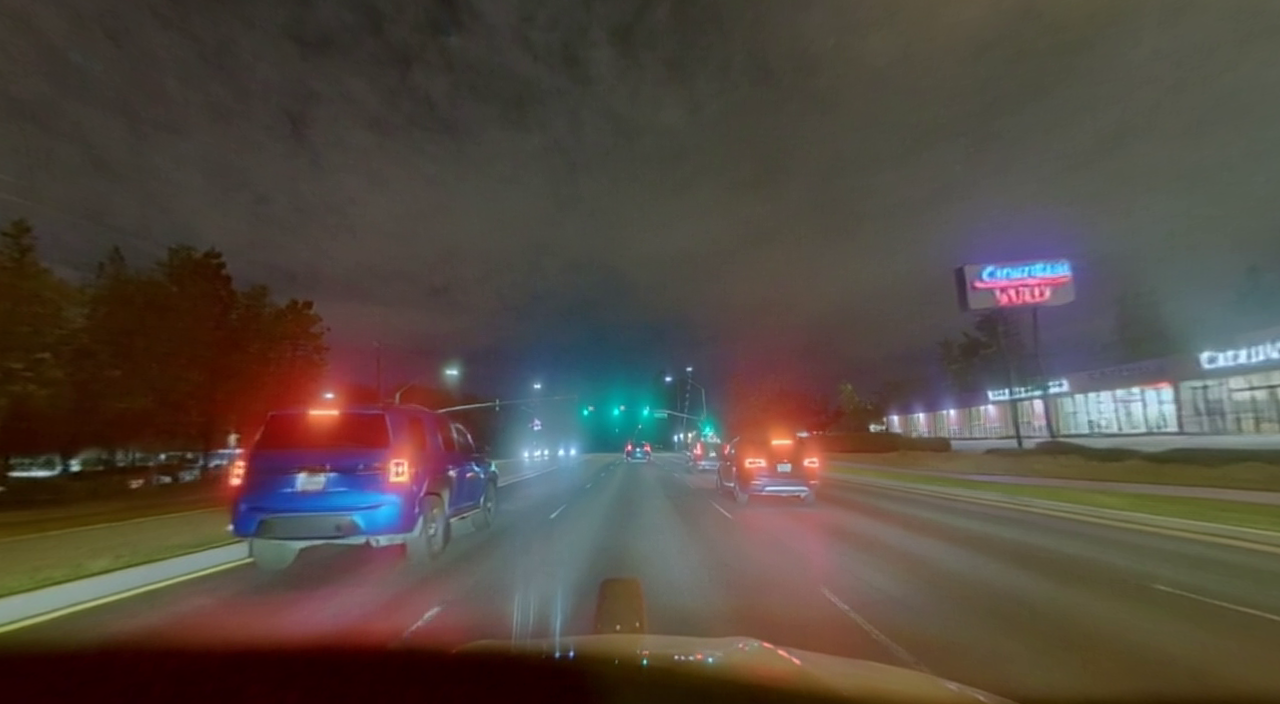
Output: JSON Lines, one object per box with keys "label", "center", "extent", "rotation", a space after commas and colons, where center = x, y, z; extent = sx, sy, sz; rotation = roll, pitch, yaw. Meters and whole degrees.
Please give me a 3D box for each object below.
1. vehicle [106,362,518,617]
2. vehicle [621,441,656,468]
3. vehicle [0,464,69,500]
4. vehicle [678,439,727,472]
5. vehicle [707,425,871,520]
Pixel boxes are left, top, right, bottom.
{"label": "vehicle", "center": [-3.146, 1.495, 7.826], "extent": [2.368, 2.037, 5.319], "rotation": [0, -9, -2]}
{"label": "vehicle", "center": [-0.146, 6.116, 37.857], "extent": [2.008, 1.464, 4.052], "rotation": [0, -9, -1]}
{"label": "vehicle", "center": [-28.523, 5.831, 28.167], "extent": [4.175, 1.458, 1.981], "rotation": [-3, -9, 1]}
{"label": "vehicle", "center": [2.975, 5.031, 30.835], "extent": [1.842, 1.480, 4.155], "rotation": [0, -9, -2]}
{"label": "vehicle", "center": [2.794, 2.424, 13.220], "extent": [2.174, 1.596, 4.779], "rotation": [0, -9, -1]}
